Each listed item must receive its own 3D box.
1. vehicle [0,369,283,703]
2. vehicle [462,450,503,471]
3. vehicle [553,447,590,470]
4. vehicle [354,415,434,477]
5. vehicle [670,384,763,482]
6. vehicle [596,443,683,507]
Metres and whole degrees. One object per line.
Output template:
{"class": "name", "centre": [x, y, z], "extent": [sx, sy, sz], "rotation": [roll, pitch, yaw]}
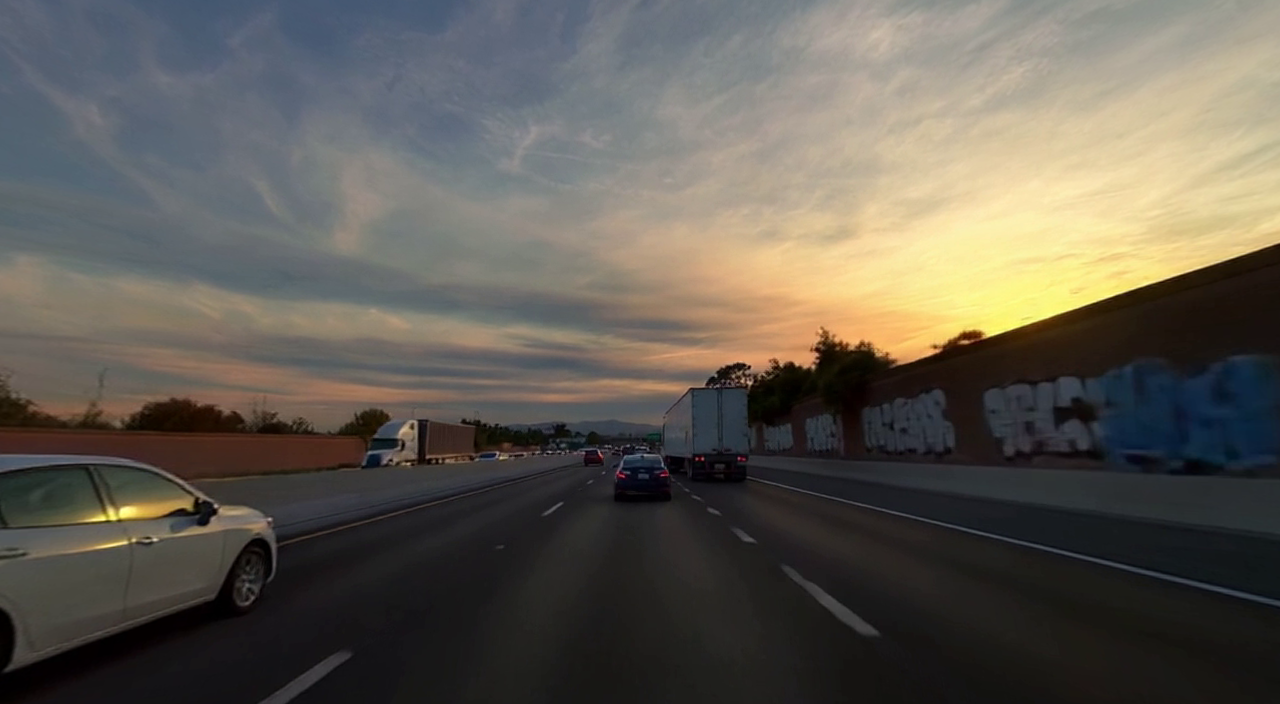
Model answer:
{"class": "vehicle", "centre": [-4.336, 1.008, 3.466], "extent": [1.988, 1.750, 4.711], "rotation": [0, -9, -1]}
{"class": "vehicle", "centre": [-12.121, 8.383, 48.636], "extent": [1.985, 1.486, 4.568], "rotation": [-1, -9, 0]}
{"class": "vehicle", "centre": [-4.745, 7.437, 44.047], "extent": [2.067, 1.481, 4.085], "rotation": [-1, -9, 1]}
{"class": "vehicle", "centre": [-16.638, 6.413, 43.009], "extent": [3.007, 3.926, 5.826], "rotation": [0, -9, -1]}
{"class": "vehicle", "centre": [3.459, 4.394, 33.074], "extent": [2.902, 4.014, 14.446], "rotation": [0, -9, -1]}
{"class": "vehicle", "centre": [-0.070, 3.169, 16.702], "extent": [2.033, 1.468, 4.015], "rotation": [0, -9, -2]}
